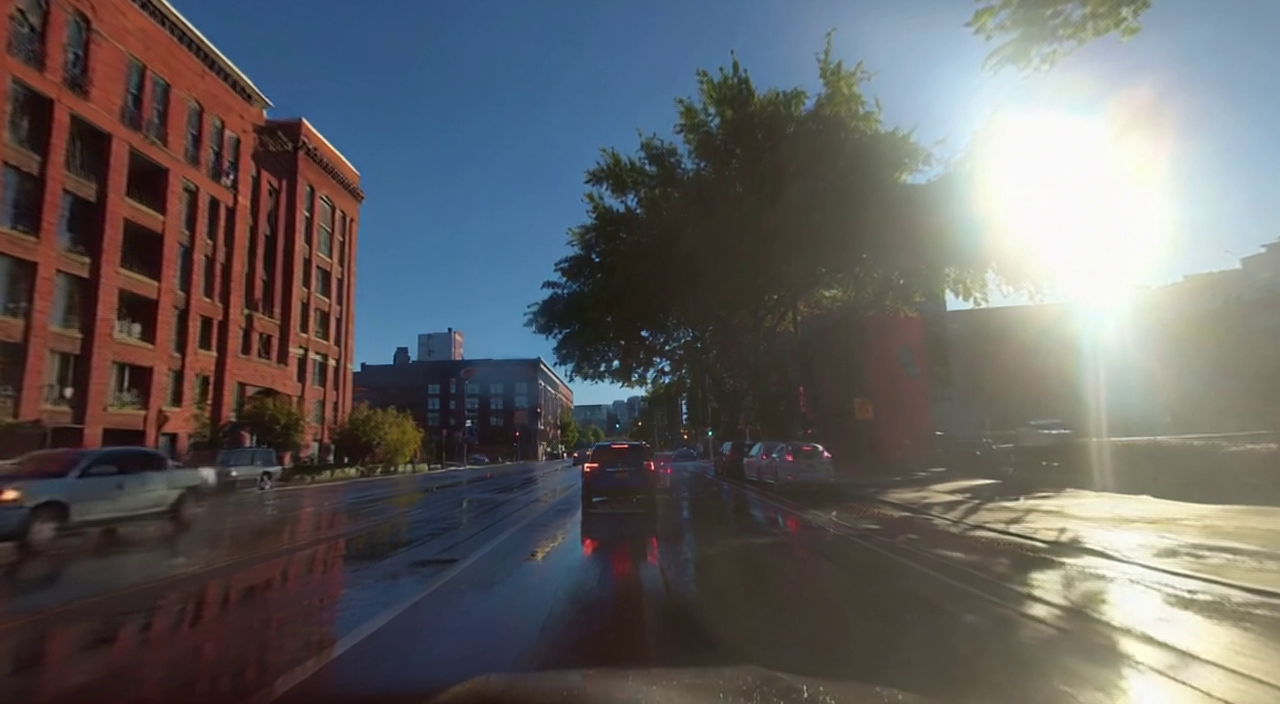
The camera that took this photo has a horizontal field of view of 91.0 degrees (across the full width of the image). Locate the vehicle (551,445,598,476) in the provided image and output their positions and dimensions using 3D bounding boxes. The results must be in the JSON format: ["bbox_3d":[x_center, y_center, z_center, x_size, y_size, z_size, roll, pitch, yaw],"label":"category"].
[{"bbox_3d":[-3.483,5.868,34.253,1.972,1.560,4.066,0,-9,2],"label":"vehicle"}]

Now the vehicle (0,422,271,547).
[{"bbox_3d":[-9.645,2.399,12.115,2.152,1.890,4.804,0,-9,0],"label":"vehicle"}]

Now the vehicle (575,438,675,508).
[{"bbox_3d":[-0.343,3.024,16.177,2.230,1.518,4.113,0,-9,0],"label":"vehicle"}]

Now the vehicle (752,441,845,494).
[{"bbox_3d":[4.960,3.658,20.305,1.832,1.491,4.054,1,-9,-1],"label":"vehicle"}]
